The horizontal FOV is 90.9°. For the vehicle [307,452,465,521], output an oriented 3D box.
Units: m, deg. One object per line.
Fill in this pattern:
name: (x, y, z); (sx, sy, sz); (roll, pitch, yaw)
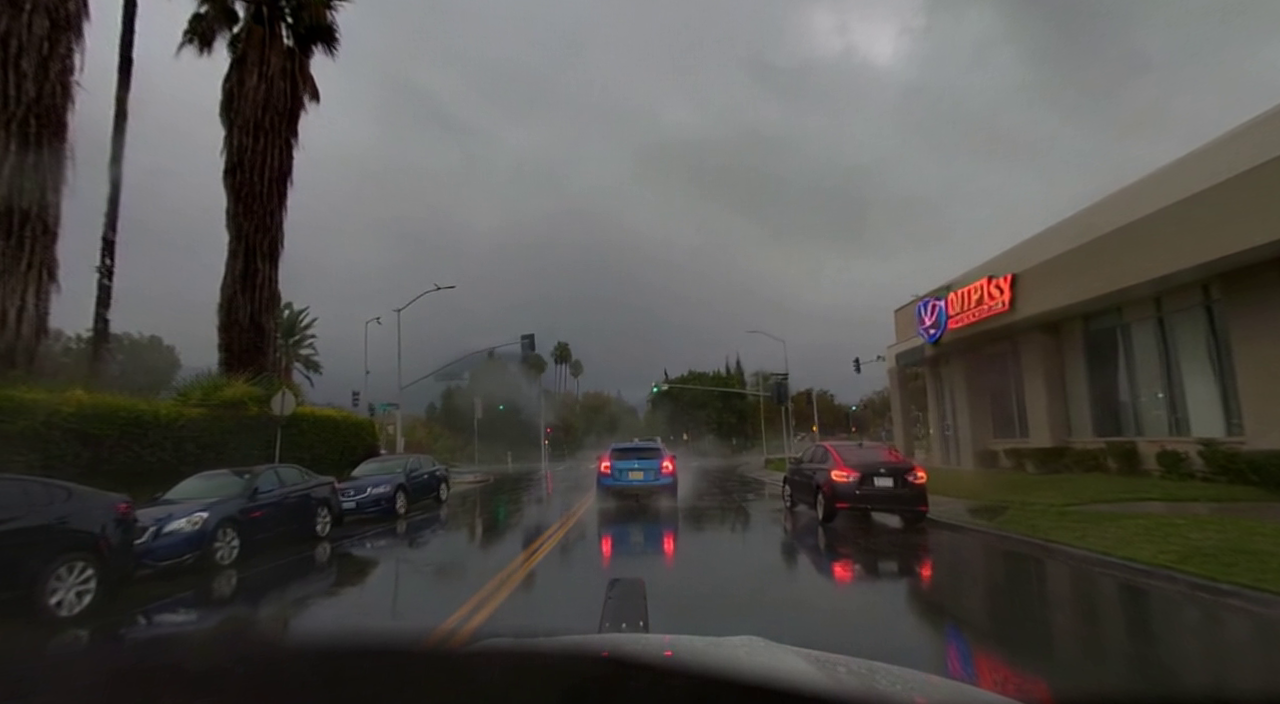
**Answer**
vehicle: (-6.370, 3.390, 16.554); (2.105, 1.469, 4.693); (0, -8, 1)

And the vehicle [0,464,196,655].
vehicle: (-6.176, 1.725, 5.105); (1.850, 1.482, 4.454); (0, -8, 1)

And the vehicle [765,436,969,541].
vehicle: (3.562, 2.200, 10.912); (1.821, 1.417, 4.454); (0, -8, -1)

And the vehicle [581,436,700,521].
vehicle: (-0.001, 2.500, 13.039); (2.060, 1.452, 4.078); (0, -8, 0)
